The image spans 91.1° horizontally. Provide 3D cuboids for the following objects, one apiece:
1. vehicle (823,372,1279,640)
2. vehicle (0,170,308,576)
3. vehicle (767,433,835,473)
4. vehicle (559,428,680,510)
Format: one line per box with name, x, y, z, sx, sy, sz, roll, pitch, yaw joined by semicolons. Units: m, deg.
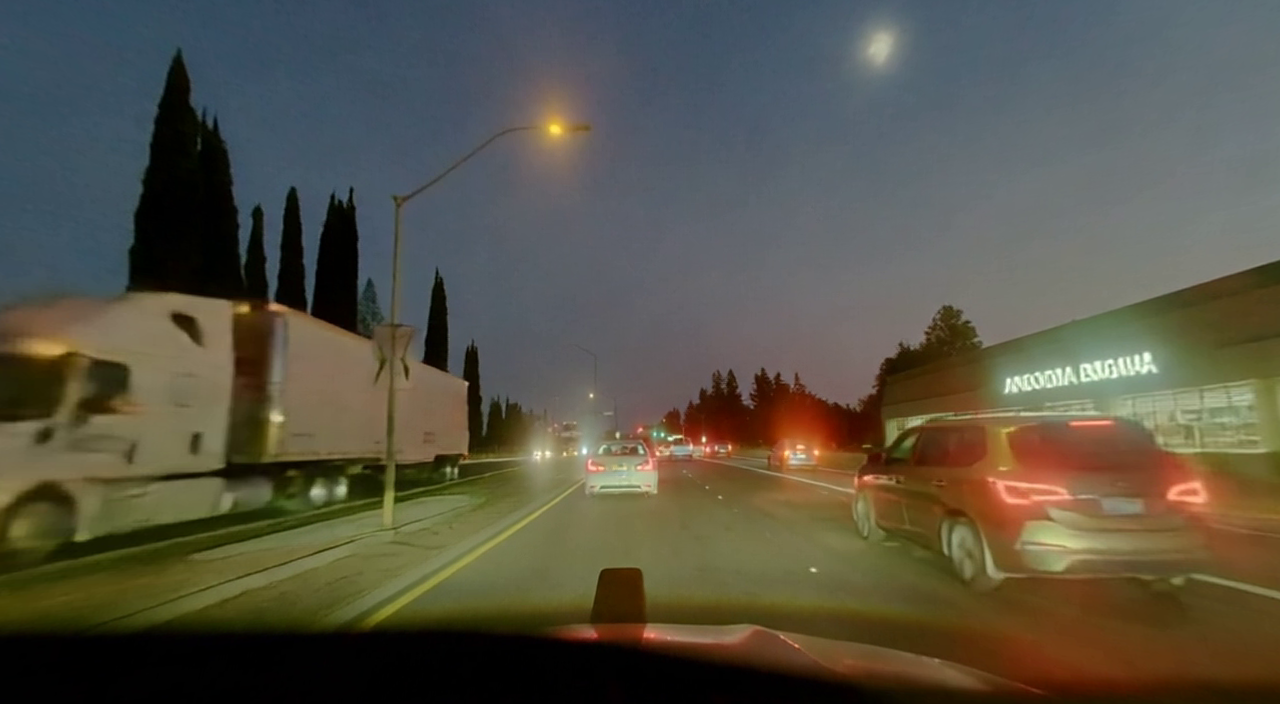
vehicle;3.635;1.350;6.484;2.090;1.763;4.560;0;-9;0
vehicle;-8.198;0.549;8.757;3.021;4.215;7.024;0;-9;1
vehicle;7.693;4.873;30.437;2.090;1.768;4.407;0;-9;0
vehicle;-0.404;2.545;14.071;2.315;1.563;4.080;0;-9;0
